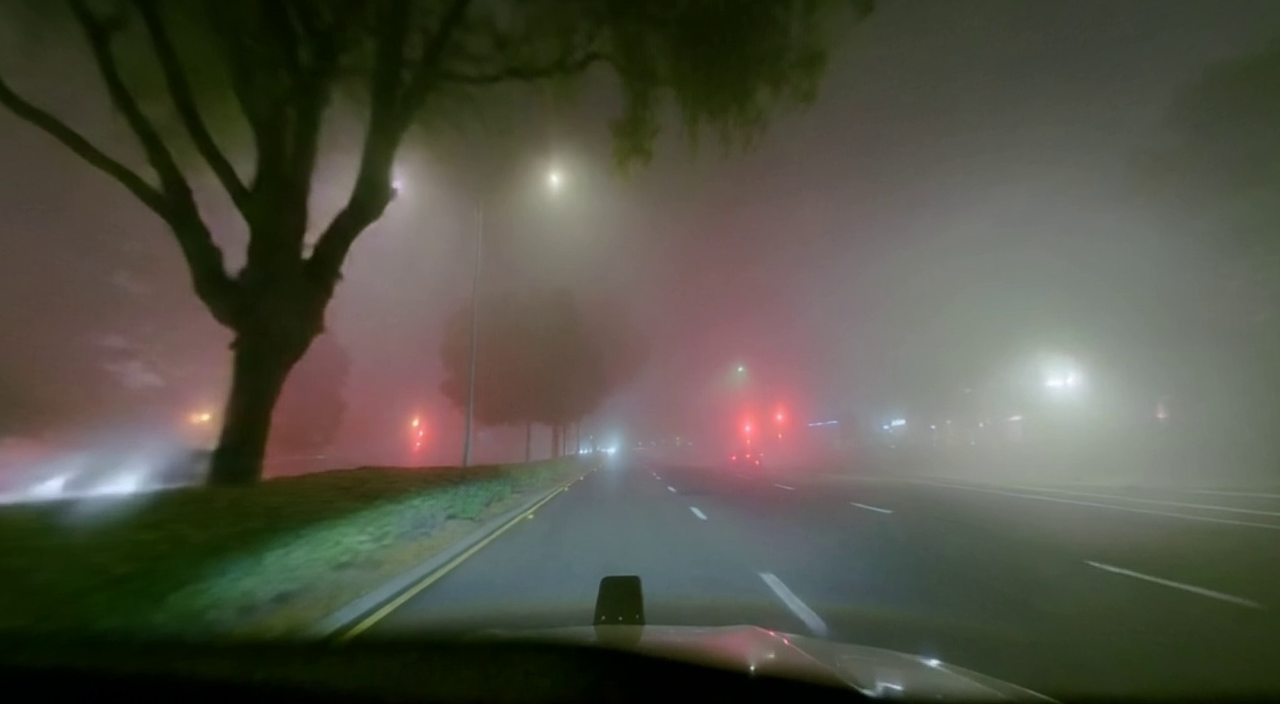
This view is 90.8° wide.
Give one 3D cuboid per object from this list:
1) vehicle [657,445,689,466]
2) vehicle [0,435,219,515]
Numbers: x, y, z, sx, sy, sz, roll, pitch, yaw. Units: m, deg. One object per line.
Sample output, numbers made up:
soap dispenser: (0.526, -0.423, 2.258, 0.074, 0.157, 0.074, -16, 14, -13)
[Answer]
vehicle: (2.504, 7.979, 48.818, 1.913, 1.473, 4.360, 0, -9, -4)
vehicle: (-13.157, 3.003, 15.895, 2.123, 1.692, 4.419, 0, -9, -1)
